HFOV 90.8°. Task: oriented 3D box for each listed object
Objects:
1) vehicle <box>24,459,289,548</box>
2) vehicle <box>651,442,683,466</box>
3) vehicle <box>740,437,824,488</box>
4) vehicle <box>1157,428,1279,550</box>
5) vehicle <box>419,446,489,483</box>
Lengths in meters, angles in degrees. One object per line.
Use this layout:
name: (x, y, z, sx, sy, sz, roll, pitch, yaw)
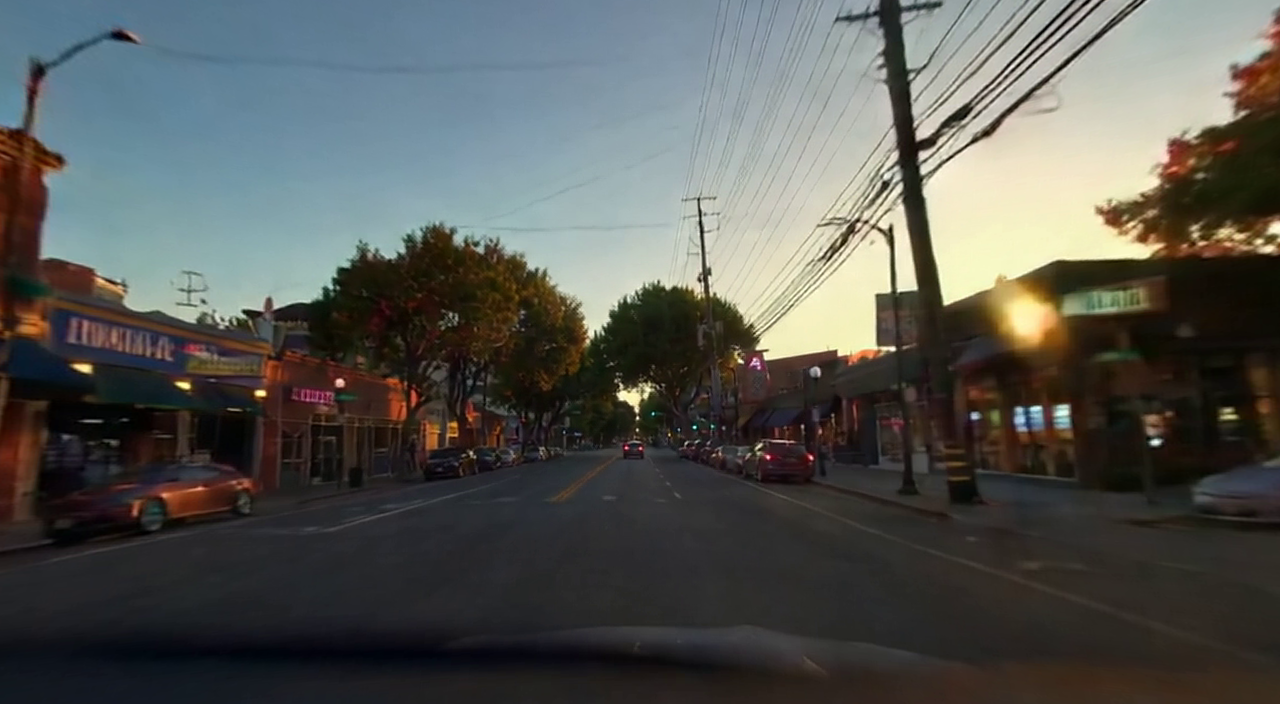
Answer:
vehicle: (-9.829, 3.066, 13.588, 1.802, 1.397, 5.226, 0, -8, -3)
vehicle: (1.820, 7.167, 44.556, 1.998, 1.580, 4.015, 0, -9, -1)
vehicle: (5.488, 4.323, 25.115, 2.042, 1.787, 5.110, 0, -9, -1)
vehicle: (10.861, 1.953, 9.319, 4.563, 1.633, 2.144, 0, -9, -1)
vehicle: (-10.050, 6.109, 34.661, 2.081, 1.819, 5.607, 0, -9, 0)
